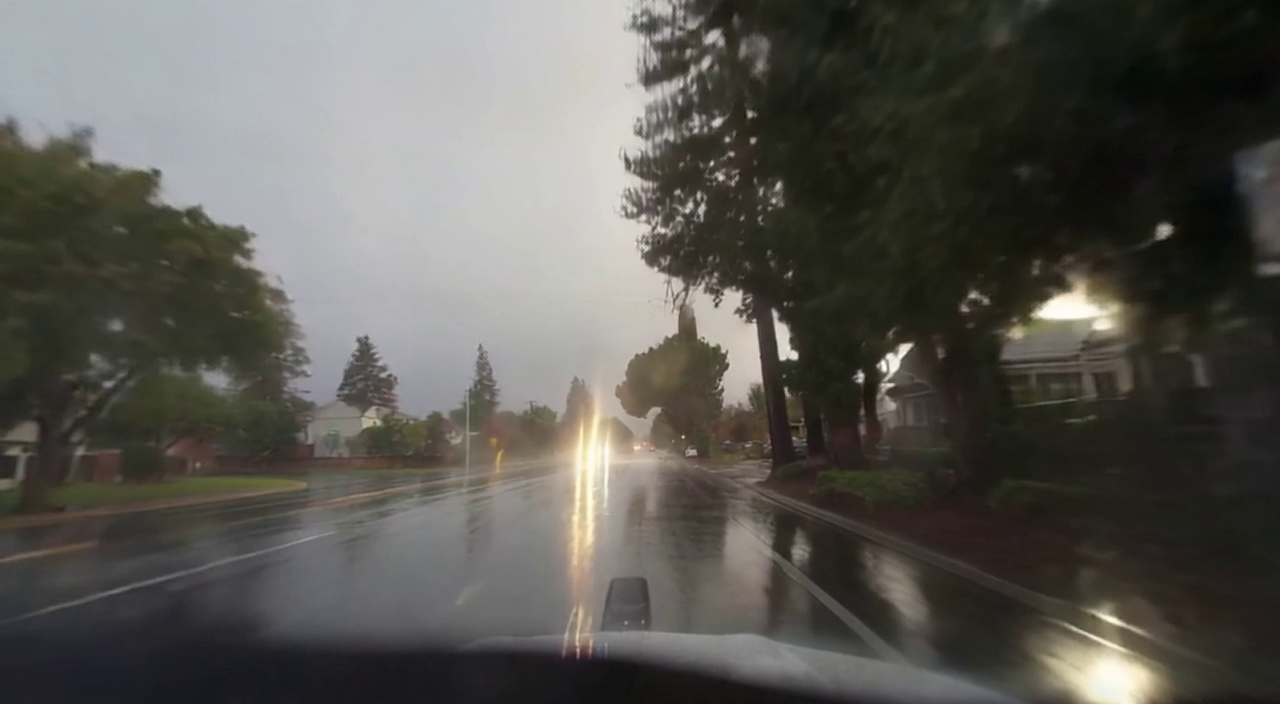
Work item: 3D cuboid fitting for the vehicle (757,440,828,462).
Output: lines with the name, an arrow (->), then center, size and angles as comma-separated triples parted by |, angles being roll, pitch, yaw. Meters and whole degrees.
vehicle -> 10.856, 7.052, 45.088 | 4.606, 1.525, 1.932 | 0, -8, 0

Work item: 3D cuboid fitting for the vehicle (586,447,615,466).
vehicle -> -3.009, 8.123, 49.191 | 1.973, 1.400, 3.915 | 0, -8, 1
